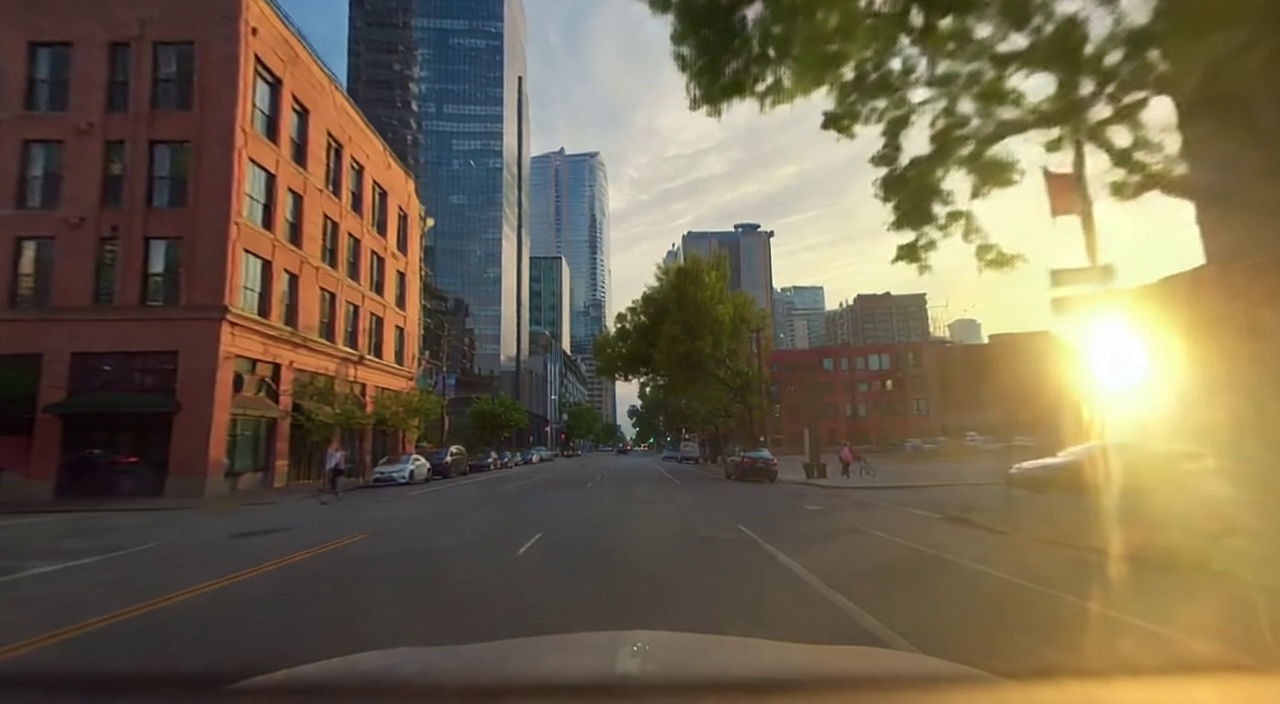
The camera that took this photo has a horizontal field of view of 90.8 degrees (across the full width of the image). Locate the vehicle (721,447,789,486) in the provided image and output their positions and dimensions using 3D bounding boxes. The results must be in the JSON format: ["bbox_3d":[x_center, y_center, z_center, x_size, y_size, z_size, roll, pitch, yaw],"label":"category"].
[{"bbox_3d":[4.754,4.792,26.809,1.929,1.522,4.543,0,-9,-1],"label":"vehicle"}]

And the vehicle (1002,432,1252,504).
[{"bbox_3d":[11.595,2.776,15.310,4.380,1.608,1.942,0,-9,0],"label":"vehicle"}]

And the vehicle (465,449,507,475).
[{"bbox_3d":[-11.609,8.319,48.070,1.970,1.828,5.519,-1,-9,-2],"label":"vehicle"}]

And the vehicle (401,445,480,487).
[{"bbox_3d":[-11.112,6.360,35.800,2.574,1.922,6.292,-4,-8,-2],"label":"vehicle"}]

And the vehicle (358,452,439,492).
[{"bbox_3d":[-11.246,5.580,29.824,1.992,1.629,4.773,-2,-9,-1],"label":"vehicle"}]
